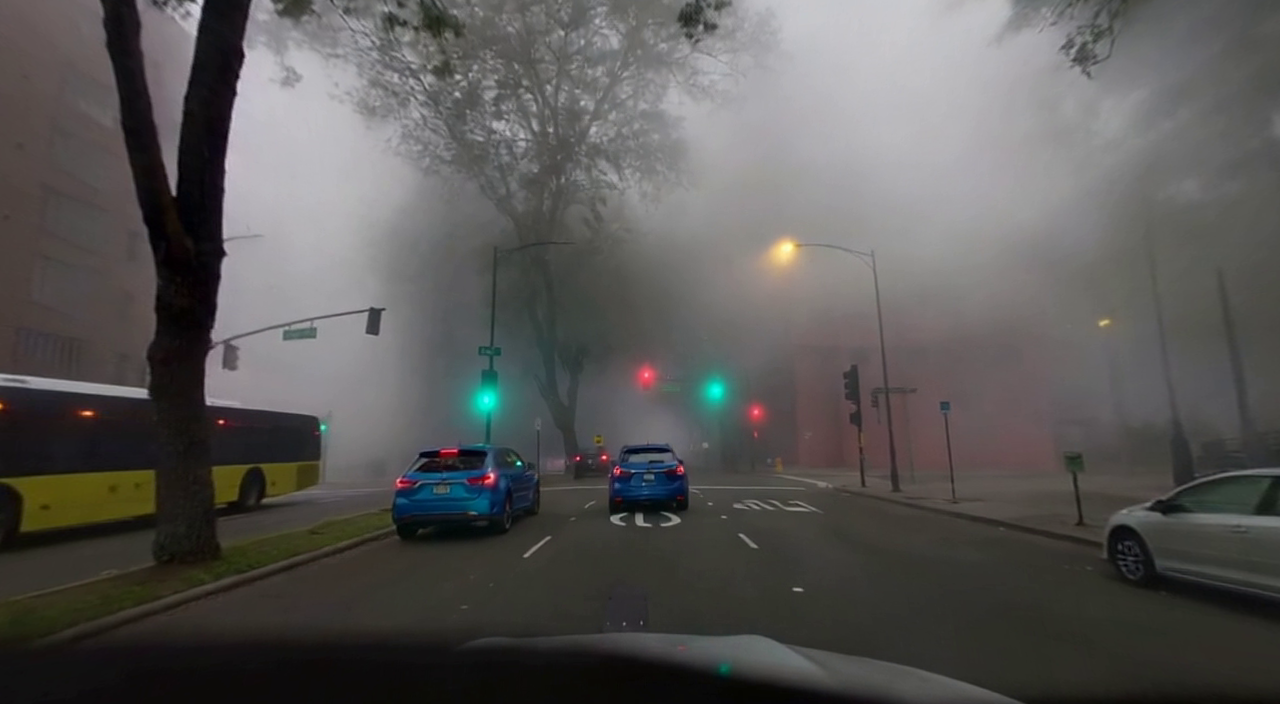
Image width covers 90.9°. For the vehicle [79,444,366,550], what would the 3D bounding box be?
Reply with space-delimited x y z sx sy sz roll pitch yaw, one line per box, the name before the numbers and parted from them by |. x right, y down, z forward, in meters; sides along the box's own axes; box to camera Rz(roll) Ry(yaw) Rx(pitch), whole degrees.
vehicle | -7.058 2.450 11.464 1.974 1.503 4.594 0 -9 1

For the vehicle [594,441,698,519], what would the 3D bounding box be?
vehicle | 0.085 2.750 14.041 2.022 1.481 3.564 0 -9 -1

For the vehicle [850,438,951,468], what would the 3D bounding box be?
vehicle | 16.407 6.408 39.927 5.345 1.811 2.175 0 -9 -1

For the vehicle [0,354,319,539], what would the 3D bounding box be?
vehicle | -13.178 2.408 15.956 3.071 3.337 13.201 0 -9 1

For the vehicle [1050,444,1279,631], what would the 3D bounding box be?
vehicle | 5.973 1.519 5.361 1.873 1.453 4.579 0 -9 0

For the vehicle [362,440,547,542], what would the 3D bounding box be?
vehicle | -3.085 2.410 11.665 1.970 1.492 4.534 0 -9 1

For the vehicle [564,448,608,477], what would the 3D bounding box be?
vehicle | -3.004 6.246 35.884 2.131 1.486 4.089 0 -9 0
